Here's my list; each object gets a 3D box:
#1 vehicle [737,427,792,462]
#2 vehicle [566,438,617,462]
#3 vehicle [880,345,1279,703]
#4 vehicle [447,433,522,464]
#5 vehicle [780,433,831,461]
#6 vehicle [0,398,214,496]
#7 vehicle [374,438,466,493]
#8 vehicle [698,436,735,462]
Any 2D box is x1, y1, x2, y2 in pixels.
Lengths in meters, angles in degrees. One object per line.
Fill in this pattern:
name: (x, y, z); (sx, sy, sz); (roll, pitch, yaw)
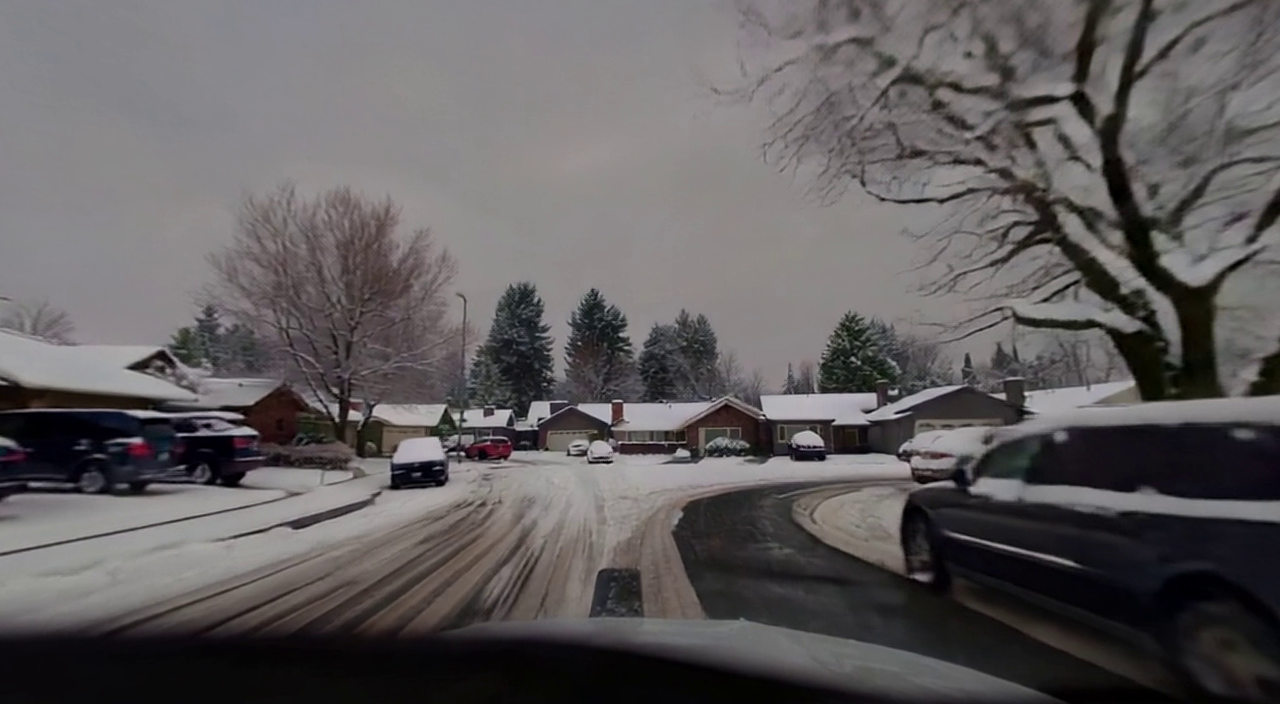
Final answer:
vehicle: (7.843, 5.918, 40.397); (2.455, 2.018, 5.271); (0, -8, 0)
vehicle: (-3.294, 6.508, 42.145); (1.932, 1.518, 4.343); (4, -9, -26)
vehicle: (3.898, 1.144, 4.509); (2.235, 1.829, 5.194); (0, -8, -1)
vehicle: (-9.852, 6.062, 39.775); (2.305, 1.824, 5.096); (8, -12, -43)
vehicle: (10.679, 6.171, 41.145); (2.160, 1.695, 4.183); (0, -8, 0)
vehicle: (-11.708, 1.895, 12.611); (4.886, 1.758, 2.055); (0, -8, 1)
vehicle: (-6.957, 3.448, 19.623); (2.236, 1.459, 4.832); (3, -9, -24)
vehicle: (4.855, 6.229, 40.604); (1.833, 1.540, 3.532); (0, -8, -1)
